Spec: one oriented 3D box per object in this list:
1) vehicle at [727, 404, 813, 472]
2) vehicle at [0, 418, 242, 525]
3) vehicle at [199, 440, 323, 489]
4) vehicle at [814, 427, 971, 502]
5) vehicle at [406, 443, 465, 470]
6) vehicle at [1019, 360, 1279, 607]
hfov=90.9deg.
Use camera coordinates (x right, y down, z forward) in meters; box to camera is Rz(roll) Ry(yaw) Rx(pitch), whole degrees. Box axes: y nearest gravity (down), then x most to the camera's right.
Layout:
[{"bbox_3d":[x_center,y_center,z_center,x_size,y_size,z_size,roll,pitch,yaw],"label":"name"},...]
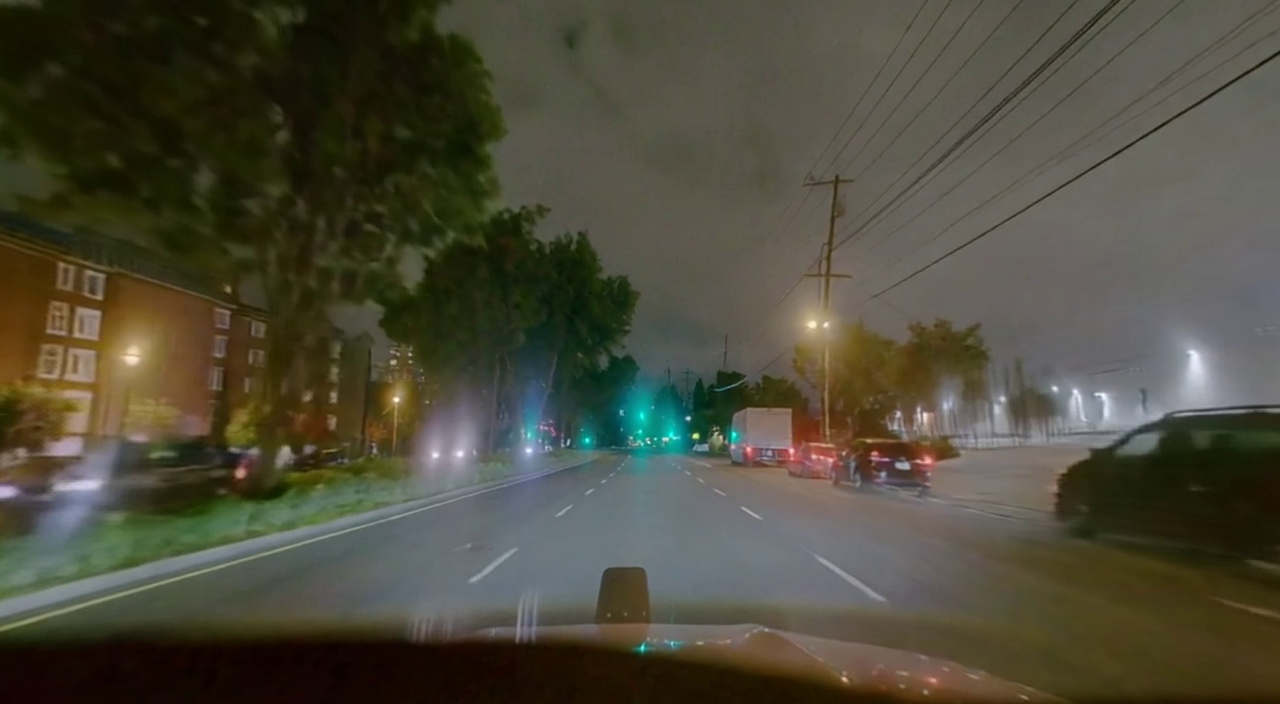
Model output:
[{"bbox_3d":[7.034,4.972,35.701,2.761,3.342,8.958,0,-9,-1],"label":"vehicle"},{"bbox_3d":[-12.042,2.615,14.370,2.418,1.978,5.196,0,-9,1],"label":"vehicle"},{"bbox_3d":[-15.253,4.495,25.744,1.932,1.784,4.751,-1,-8,3],"label":"vehicle"},{"bbox_3d":[7.022,3.205,18.395,2.258,1.845,5.381,0,-9,-1],"label":"vehicle"},{"bbox_3d":[-11.769,6.032,36.573,1.853,1.498,4.465,0,-9,0],"label":"vehicle"},{"bbox_3d":[6.780,1.221,6.032,2.563,2.090,6.077,0,-9,1],"label":"vehicle"}]
